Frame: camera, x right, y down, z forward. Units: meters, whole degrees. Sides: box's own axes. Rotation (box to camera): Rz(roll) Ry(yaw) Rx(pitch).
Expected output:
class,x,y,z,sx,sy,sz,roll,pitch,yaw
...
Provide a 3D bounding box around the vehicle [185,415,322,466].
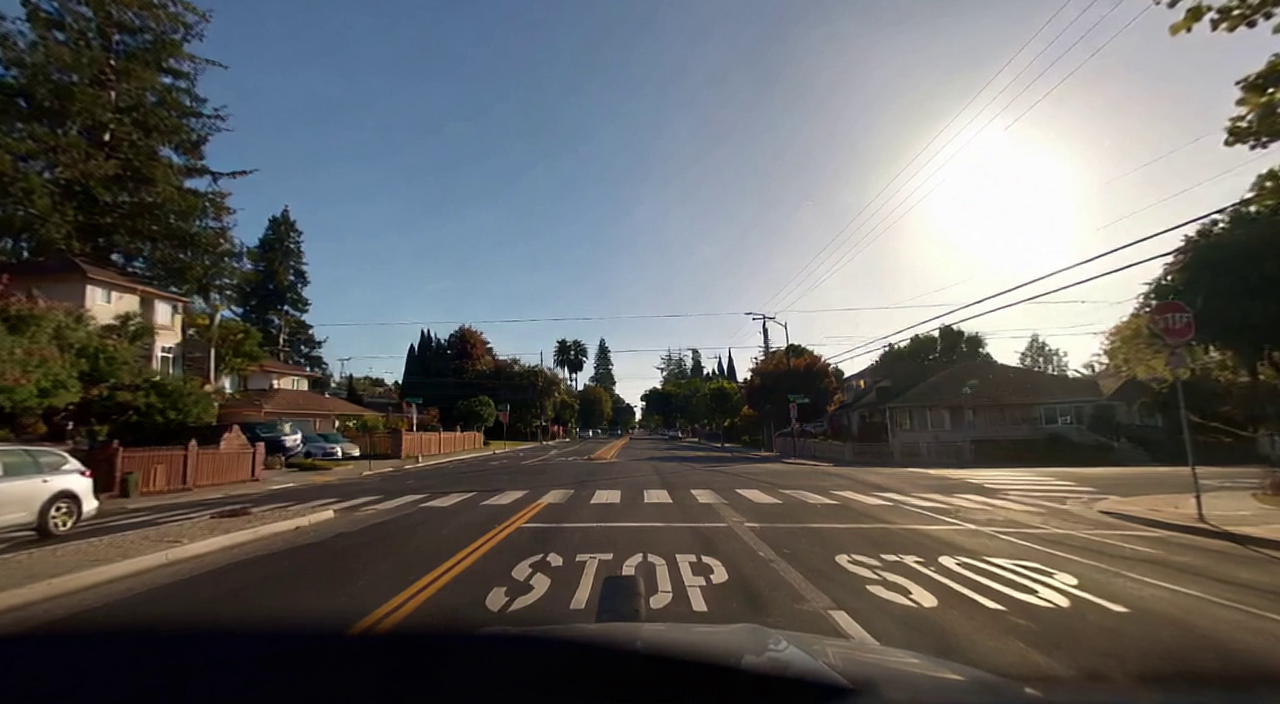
class,x,y,z,sx,sy,sz,roll,pitch,yaw
vehicle,-17.993,4.172,29.643,4.800,2.259,2.303,0,-9,-1

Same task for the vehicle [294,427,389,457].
class,x,y,z,sx,sy,sz,roll,pitch,yaw
vehicle,-18.037,5.497,38.371,4.743,1.734,1.994,0,-9,0

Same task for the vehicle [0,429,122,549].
class,x,y,z,sx,sy,sz,roll,pitch,yaw
vehicle,-11.191,2.212,10.066,2.078,1.843,4.615,-1,-6,-2

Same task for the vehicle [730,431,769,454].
class,x,y,z,sx,sy,sz,roll,pitch,yaw
vehicle,7.917,6.643,46.149,2.029,1.554,4.705,0,-9,1
